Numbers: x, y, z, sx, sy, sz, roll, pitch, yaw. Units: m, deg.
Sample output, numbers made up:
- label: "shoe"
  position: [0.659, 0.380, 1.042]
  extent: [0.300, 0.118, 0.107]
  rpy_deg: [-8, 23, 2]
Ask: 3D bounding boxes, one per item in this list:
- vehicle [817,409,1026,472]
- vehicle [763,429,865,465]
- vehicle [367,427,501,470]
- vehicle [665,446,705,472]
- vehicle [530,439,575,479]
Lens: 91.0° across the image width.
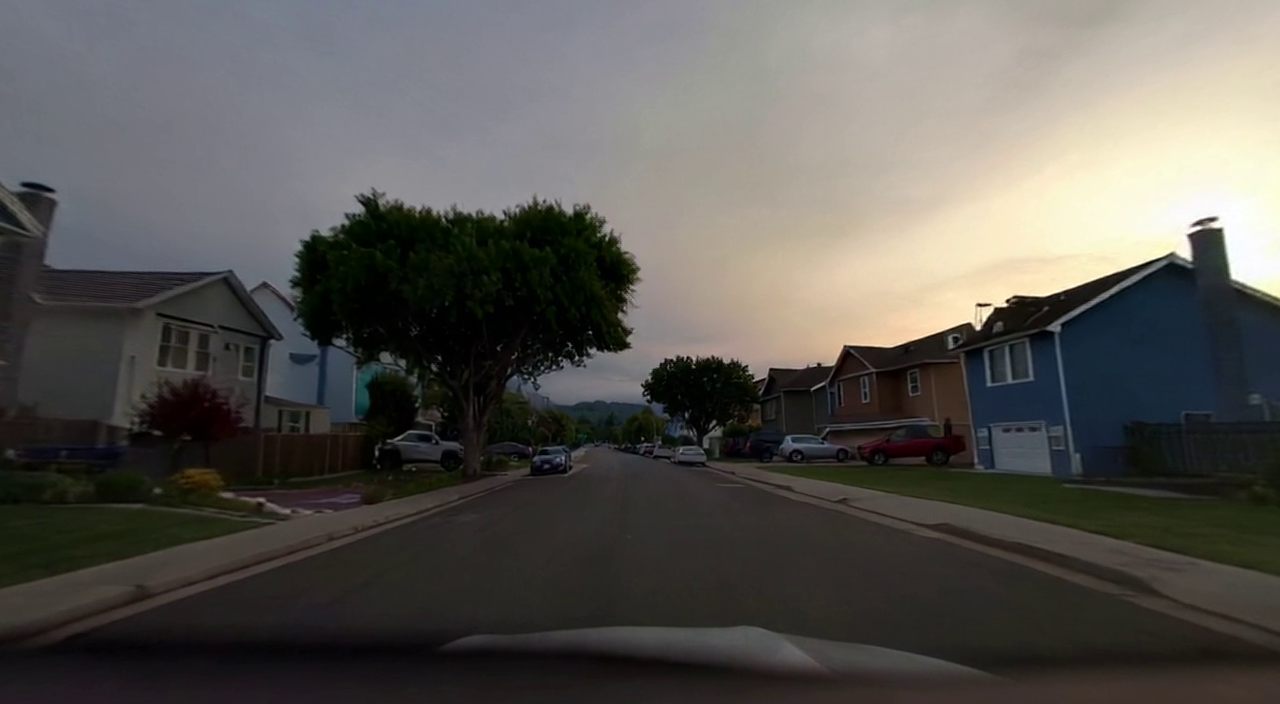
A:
- label: "vehicle"
  position: [9.084, 2.926, 20.766]
  extent: [5.799, 1.927, 2.214]
  rpy_deg: [0, -8, -1]
- label: "vehicle"
  position: [8.639, 4.776, 31.543]
  extent: [4.511, 1.719, 1.937]
  rpy_deg: [0, -8, -3]
- label: "vehicle"
  position: [-9.964, 4.745, 30.945]
  extent: [5.843, 1.985, 2.294]
  rpy_deg: [1, -9, -6]
- label: "vehicle"
  position: [2.682, 6.420, 38.091]
  extent: [1.869, 1.458, 4.324]
  rpy_deg: [1, -8, -3]
- label: "vehicle"
  position: [-4.905, 6.013, 35.907]
  extent: [2.230, 1.782, 4.628]
  rpy_deg: [0, -4, -4]
